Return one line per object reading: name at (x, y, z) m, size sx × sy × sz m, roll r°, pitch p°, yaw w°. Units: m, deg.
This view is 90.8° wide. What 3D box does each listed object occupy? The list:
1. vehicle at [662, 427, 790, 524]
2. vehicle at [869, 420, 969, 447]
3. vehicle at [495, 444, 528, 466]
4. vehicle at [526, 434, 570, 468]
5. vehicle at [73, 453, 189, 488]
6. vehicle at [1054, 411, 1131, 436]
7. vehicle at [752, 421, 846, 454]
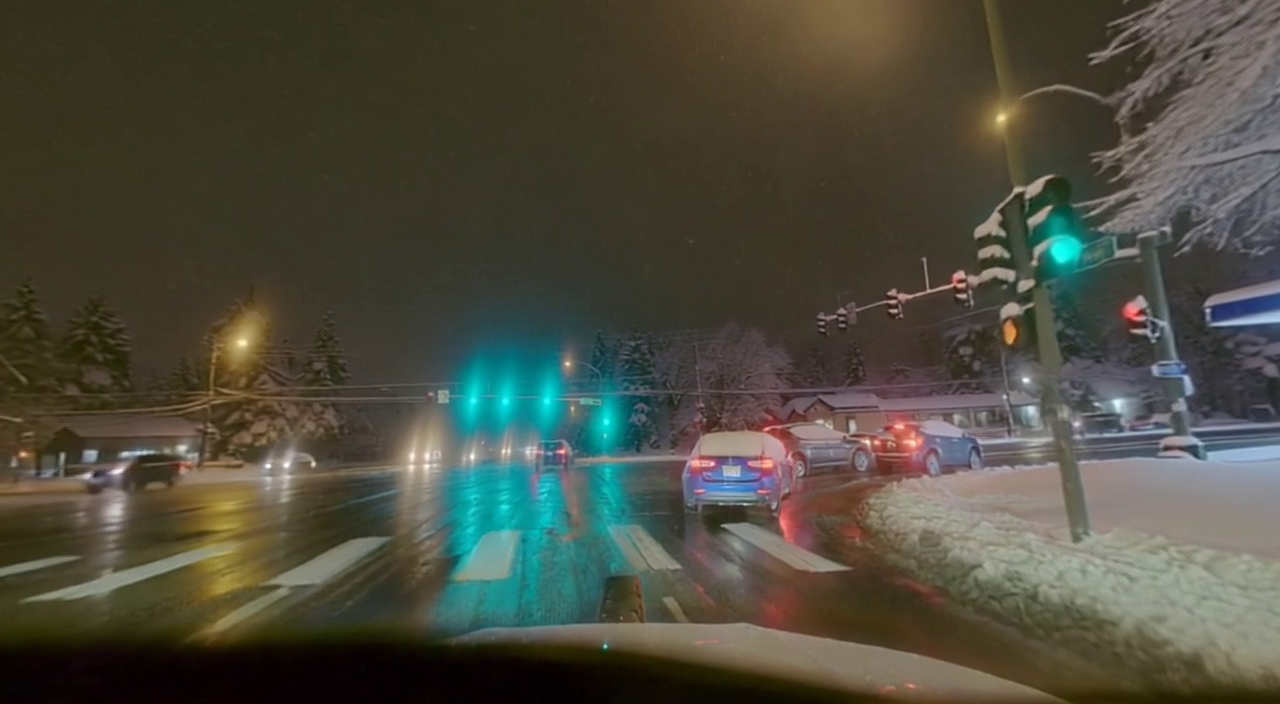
vehicle at (1.774, 2.244, 12.078) m, size 1.976 × 1.462 × 4.342 m, roll -2°, pitch -9°, yaw 12°
vehicle at (15.324, 4.508, 34.801) m, size 4.700 × 1.417 × 1.789 m, roll 1°, pitch -8°, yaw -6°
vehicle at (-9.411, 7.548, 46.613) m, size 2.003 × 1.492 × 4.291 m, roll 1°, pitch -8°, yaw -6°
vehicle at (-4.944, 5.351, 34.392) m, size 2.210 × 1.722 × 4.215 m, roll 1°, pitch -8°, yaw -6°
vehicle at (-26.403, 6.141, 33.033) m, size 2.376 × 1.616 × 4.587 m, roll 0°, pitch -9°, yaw -2°
vehicle at (30.381, 4.841, 42.476) m, size 3.923 × 1.619 × 1.817 m, roll 1°, pitch -8°, yaw -7°
vehicle at (8.540, 4.620, 34.143) m, size 4.524 × 1.681 × 1.823 m, roll 1°, pitch -9°, yaw -8°
